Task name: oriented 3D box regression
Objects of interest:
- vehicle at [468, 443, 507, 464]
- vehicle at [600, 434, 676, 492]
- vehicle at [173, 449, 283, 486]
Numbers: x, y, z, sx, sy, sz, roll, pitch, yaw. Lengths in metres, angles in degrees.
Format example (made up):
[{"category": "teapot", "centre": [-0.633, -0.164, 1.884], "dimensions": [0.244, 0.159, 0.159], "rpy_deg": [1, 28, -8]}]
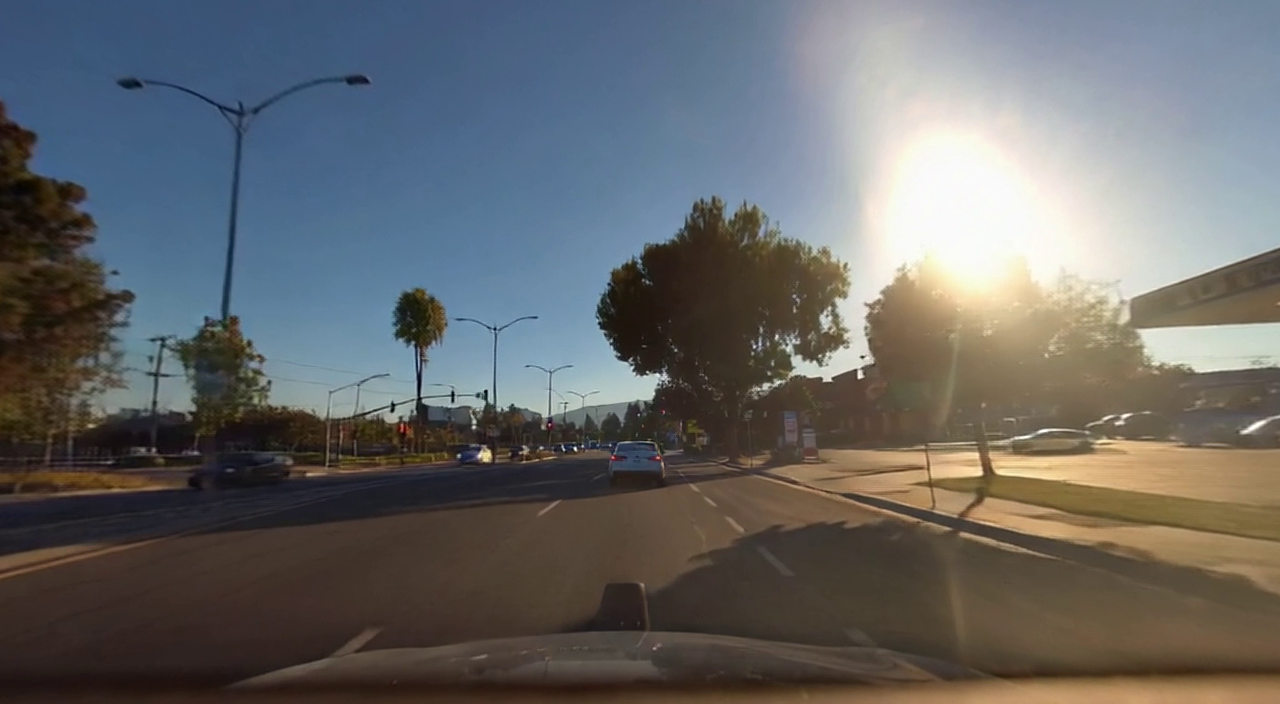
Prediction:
[{"category": "vehicle", "centre": [-11.866, 7.897, 49.150], "dimensions": [1.868, 1.516, 4.321], "rpy_deg": [0, -8, 1]}, {"category": "vehicle", "centre": [-0.038, 3.308, 19.143], "dimensions": [2.062, 1.519, 4.214], "rpy_deg": [1, -8, 0]}, {"category": "vehicle", "centre": [-19.176, 5.355, 29.591], "dimensions": [1.940, 1.525, 4.654], "rpy_deg": [0, -8, 1]}]
